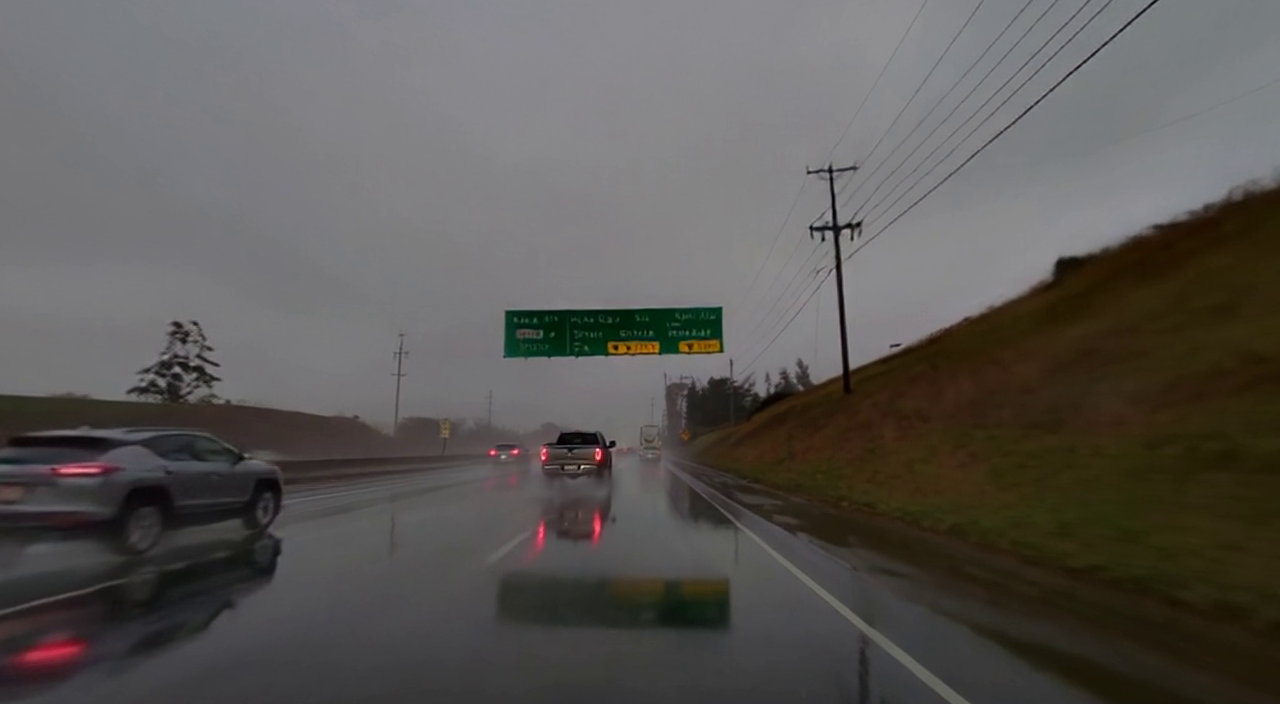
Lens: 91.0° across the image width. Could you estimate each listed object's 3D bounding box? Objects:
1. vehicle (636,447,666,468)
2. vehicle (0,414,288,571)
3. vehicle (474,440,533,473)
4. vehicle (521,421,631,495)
[{"bbox_3d":[0.762,7.702,46.184,2.025,1.485,4.310,0,-9,-1],"label":"vehicle"},{"bbox_3d":[-7.301,1.800,8.869,2.055,1.618,4.457,0,-9,1],"label":"vehicle"},{"bbox_3d":[-7.408,5.738,34.796,2.143,1.688,4.776,0,-9,1],"label":"vehicle"},{"bbox_3d":[-1.858,3.496,21.086,2.972,2.087,6.126,0,-9,1],"label":"vehicle"}]
